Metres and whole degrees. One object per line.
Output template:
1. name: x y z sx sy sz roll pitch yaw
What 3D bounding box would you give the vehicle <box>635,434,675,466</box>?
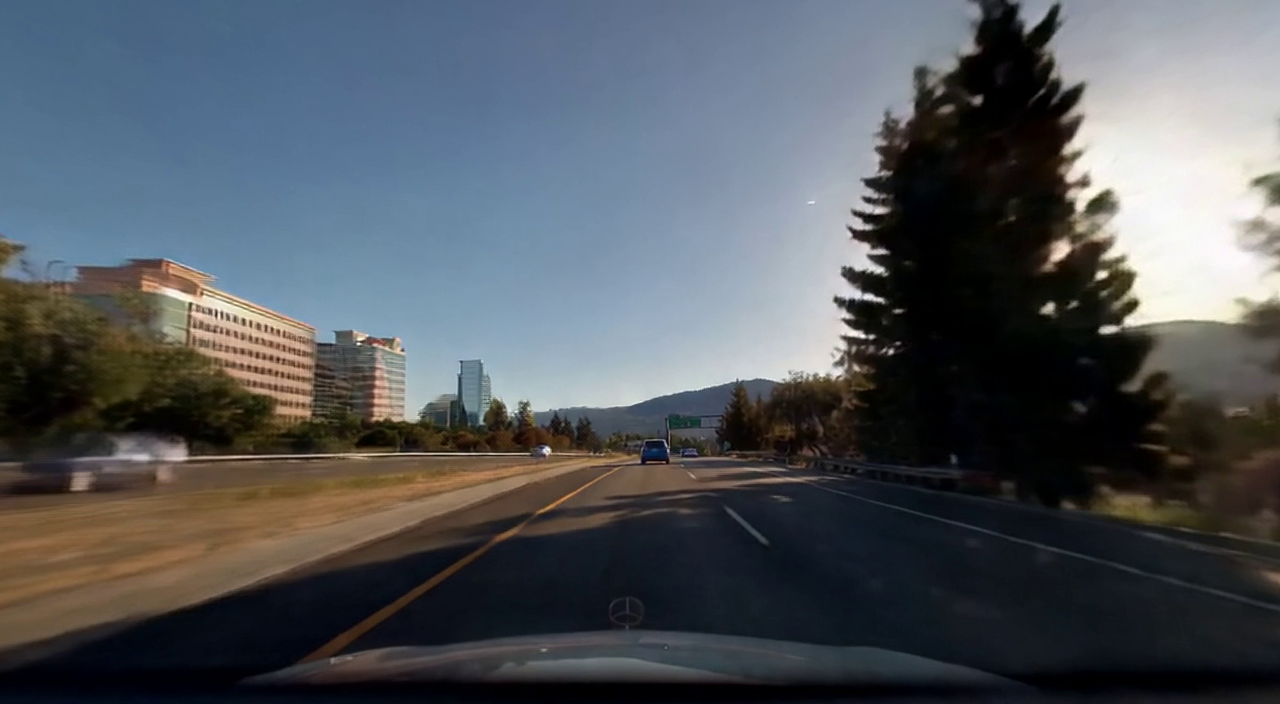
1. vehicle: 1.169 6.980 44.772 2.546 2.126 5.153 -1 -8 5
